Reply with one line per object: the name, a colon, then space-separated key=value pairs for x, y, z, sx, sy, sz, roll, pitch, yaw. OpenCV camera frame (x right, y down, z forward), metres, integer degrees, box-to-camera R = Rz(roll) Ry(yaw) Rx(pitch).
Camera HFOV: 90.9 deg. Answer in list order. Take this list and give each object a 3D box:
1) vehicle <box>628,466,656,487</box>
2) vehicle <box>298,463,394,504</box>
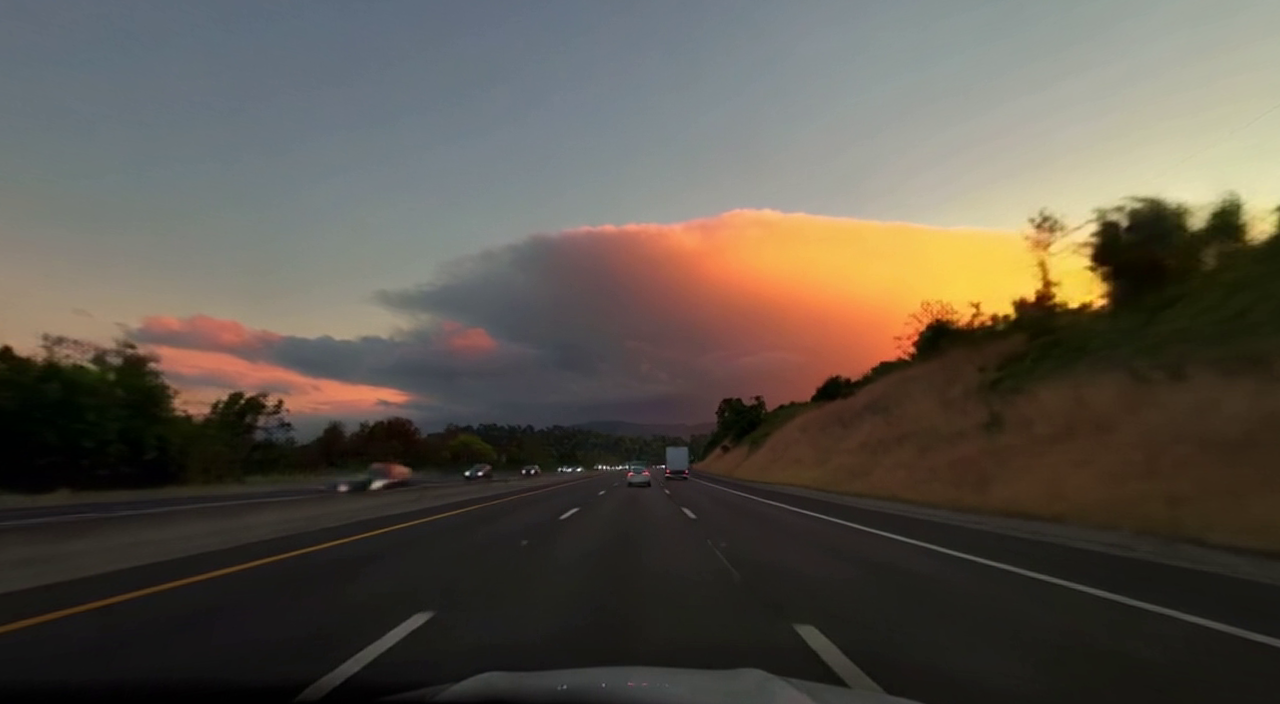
vehicle: x=0.151 y=9.414 z=47.761 sx=2.015 sy=1.478 sz=3.920 roll=1 pitch=-10 yaw=0
vehicle: x=-11.748 y=5.282 z=25.483 sx=1.857 sy=1.468 sz=4.119 roll=1 pitch=-10 yaw=0
